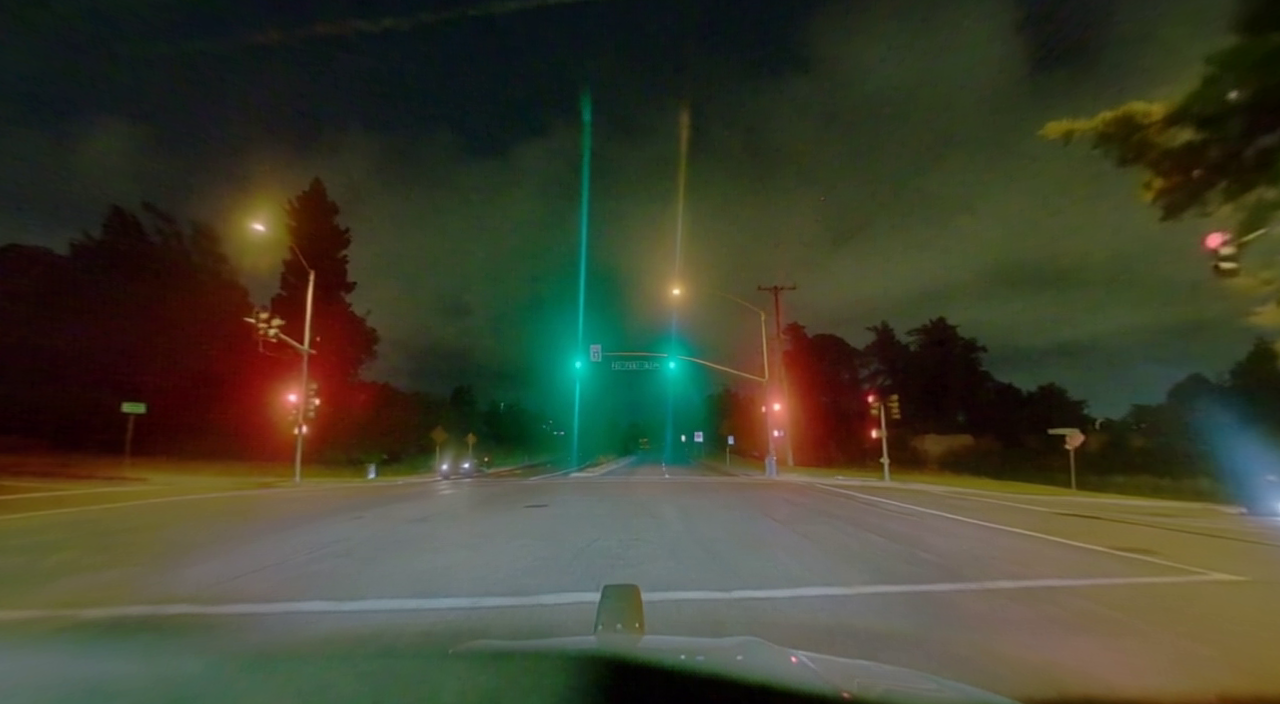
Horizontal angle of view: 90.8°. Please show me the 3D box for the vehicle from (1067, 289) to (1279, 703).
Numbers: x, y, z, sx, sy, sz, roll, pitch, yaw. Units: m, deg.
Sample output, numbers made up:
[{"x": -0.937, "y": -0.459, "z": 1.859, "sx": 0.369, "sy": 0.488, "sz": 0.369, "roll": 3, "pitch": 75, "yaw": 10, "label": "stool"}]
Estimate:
[{"x": 3.295, "y": 0.498, "z": 0.658, "sx": 2.256, "sy": 1.856, "sz": 4.840, "roll": 0, "pitch": -9, "yaw": 0, "label": "vehicle"}]

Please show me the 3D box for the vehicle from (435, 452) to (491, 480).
[{"x": -10.366, "y": 6.687, "z": 37.250, "sx": 1.983, "sy": 1.482, "sz": 4.190, "roll": -1, "pitch": -9, "yaw": 2, "label": "vehicle"}]
